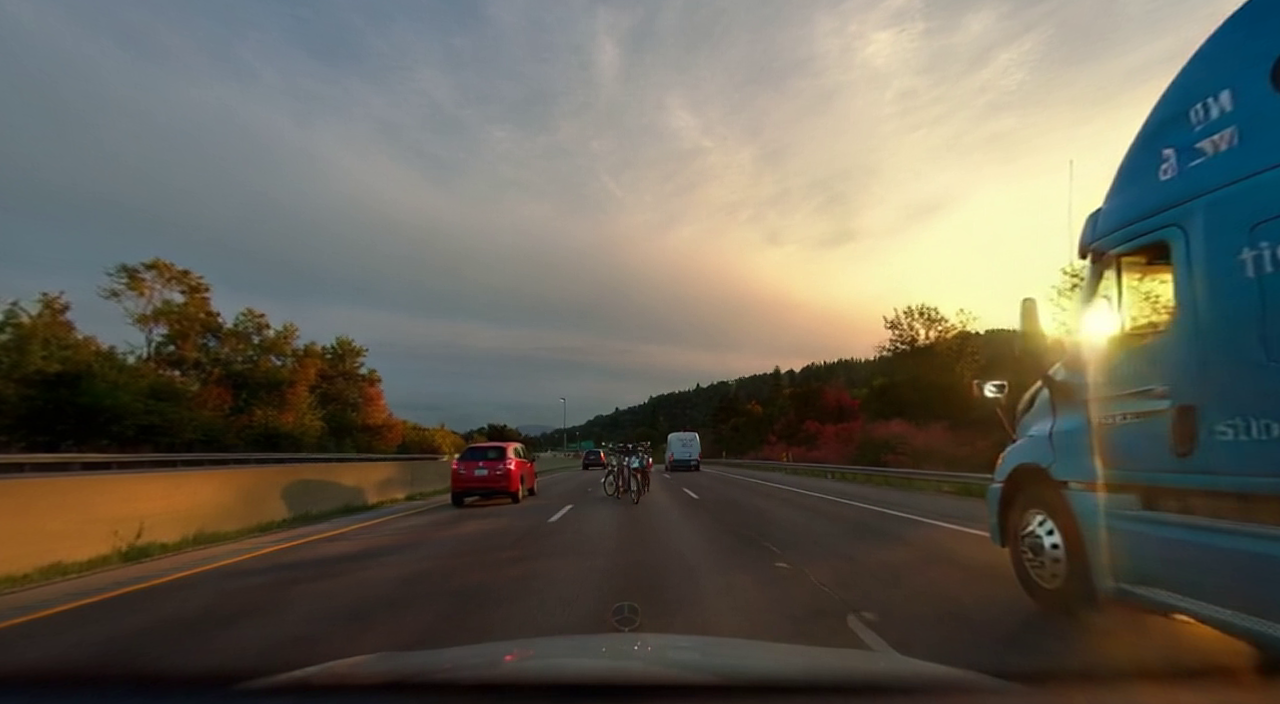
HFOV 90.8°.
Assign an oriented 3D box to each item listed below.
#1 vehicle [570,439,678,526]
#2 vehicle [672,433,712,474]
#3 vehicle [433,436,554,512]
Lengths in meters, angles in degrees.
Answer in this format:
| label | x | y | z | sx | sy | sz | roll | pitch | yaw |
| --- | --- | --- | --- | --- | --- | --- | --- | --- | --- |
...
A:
| label | x | y | z | sx | sy | sz | roll | pitch | yaw |
| --- | --- | --- | --- | --- | --- | --- | --- | --- | --- |
| vehicle | -0.291 | 2.672 | 13.348 | 1.973 | 1.574 | 3.426 | 0 | -9 | 0 |
| vehicle | 3.513 | 7.034 | 43.745 | 2.234 | 2.679 | 5.372 | 0 | -9 | -1 |
| vehicle | -3.578 | 3.090 | 16.392 | 1.985 | 1.671 | 4.604 | 0 | -9 | 0 |
